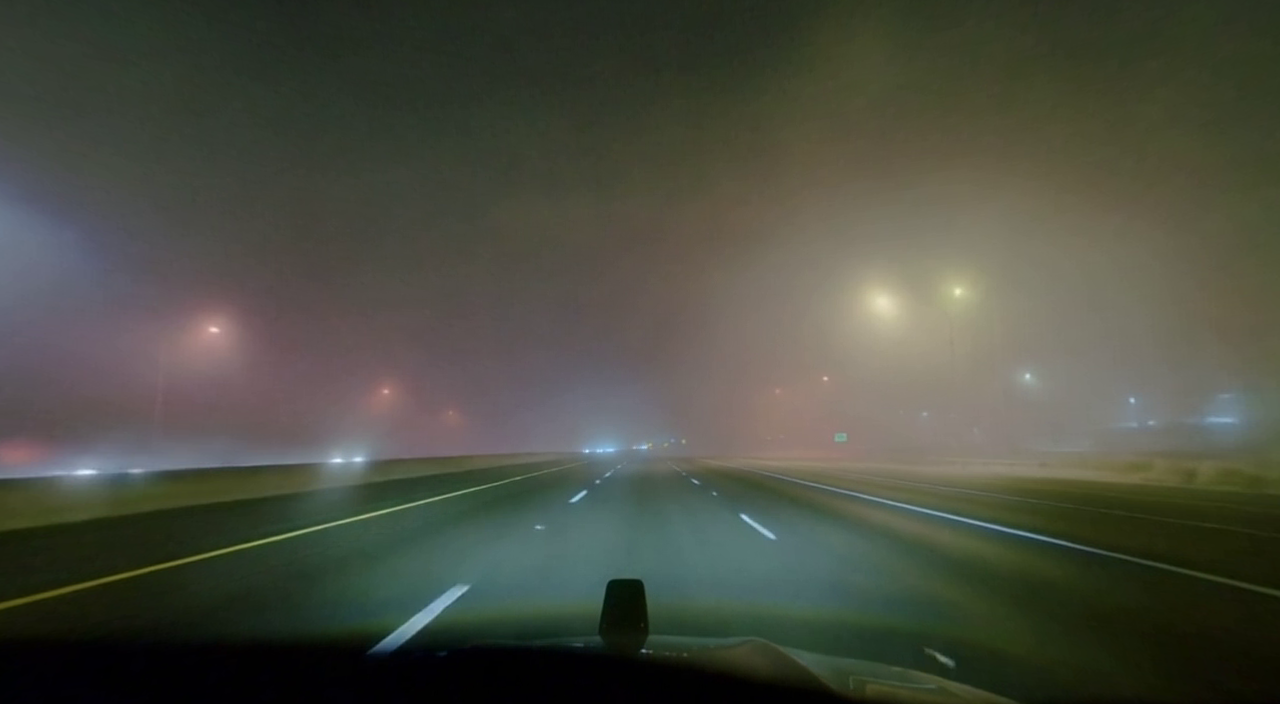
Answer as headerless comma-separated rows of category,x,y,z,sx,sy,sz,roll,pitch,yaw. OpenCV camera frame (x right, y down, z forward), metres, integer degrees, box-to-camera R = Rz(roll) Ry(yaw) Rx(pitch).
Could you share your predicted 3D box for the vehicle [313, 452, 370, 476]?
vehicle,-21.411,8.014,45.361,1.901,1.552,4.296,-1,-8,1
